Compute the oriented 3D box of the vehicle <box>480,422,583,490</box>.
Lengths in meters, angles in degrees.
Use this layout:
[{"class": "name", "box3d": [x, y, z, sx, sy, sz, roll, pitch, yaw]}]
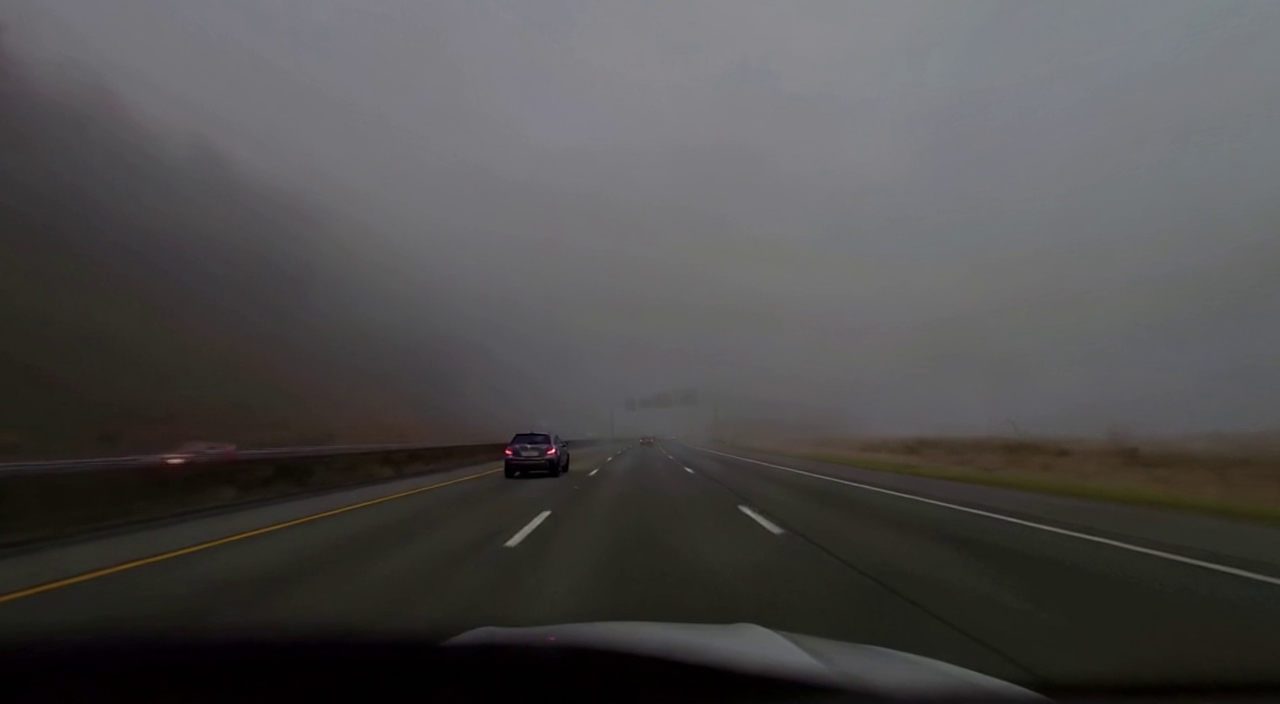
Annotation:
[{"class": "vehicle", "box3d": [-2.858, 2.825, 17.538, 2.084, 1.654, 4.080, 0, -8, 1]}]
